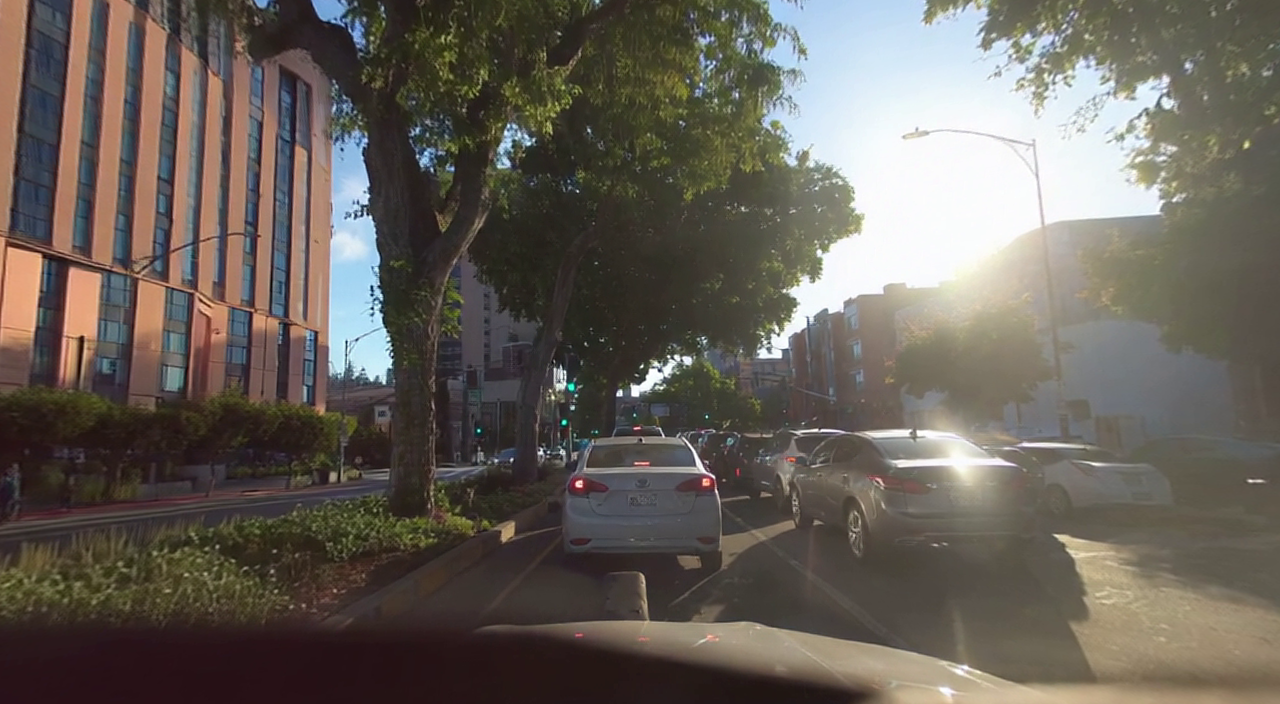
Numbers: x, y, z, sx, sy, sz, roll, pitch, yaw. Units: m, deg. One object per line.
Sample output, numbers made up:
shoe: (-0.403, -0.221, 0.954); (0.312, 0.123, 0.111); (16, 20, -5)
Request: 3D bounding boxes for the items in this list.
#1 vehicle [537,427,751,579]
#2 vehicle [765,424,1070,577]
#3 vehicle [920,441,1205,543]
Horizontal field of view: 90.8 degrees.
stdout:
vehicle: (-0.002, 1.793, 8.355); (2.105, 1.474, 4.127); (0, -8, -1)
vehicle: (3.189, 1.797, 8.545); (1.995, 1.483, 4.533); (0, -8, -1)
vehicle: (6.534, 2.161, 10.439); (1.915, 1.338, 3.874); (0, -8, -2)
